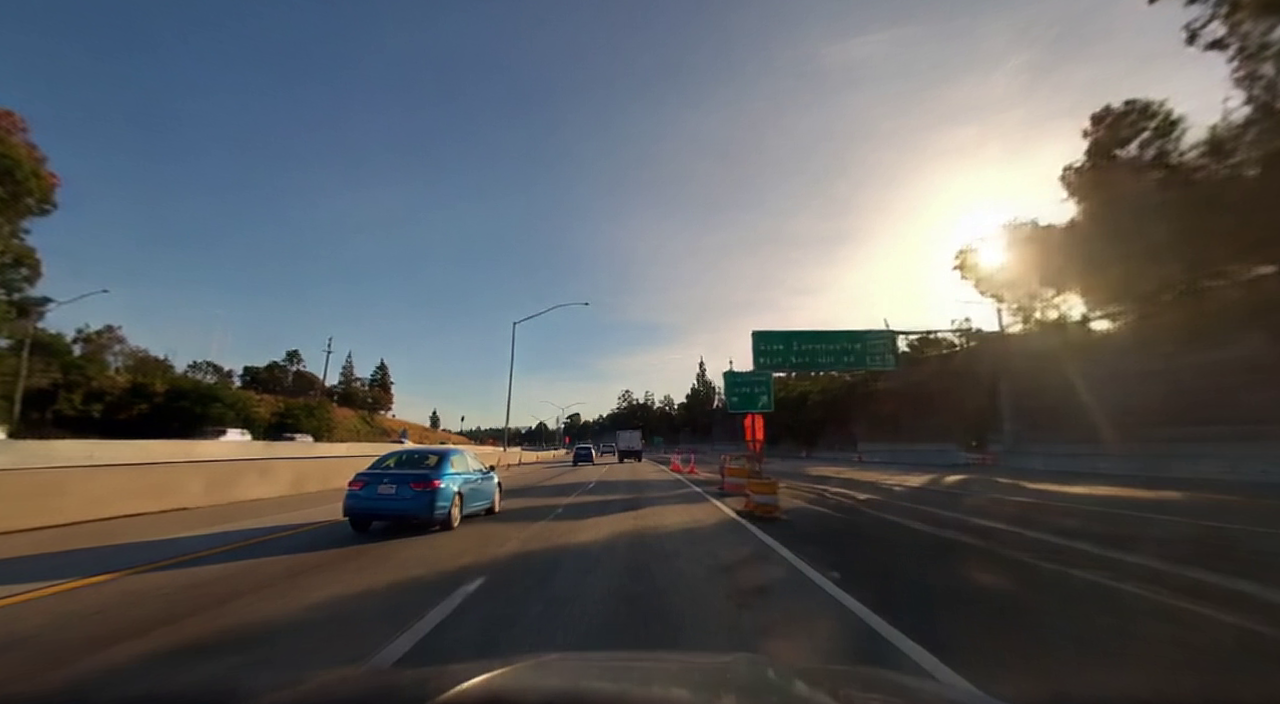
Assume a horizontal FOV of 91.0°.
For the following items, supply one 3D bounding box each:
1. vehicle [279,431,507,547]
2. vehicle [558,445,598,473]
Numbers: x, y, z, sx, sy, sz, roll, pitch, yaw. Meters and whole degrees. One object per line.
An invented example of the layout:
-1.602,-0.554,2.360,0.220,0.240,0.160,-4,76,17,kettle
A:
-3.779,2.186,10.770,2.012,1.510,4.672,0,-9,0,vehicle
-3.434,6.006,35.629,1.965,1.459,4.145,1,-9,-2,vehicle
